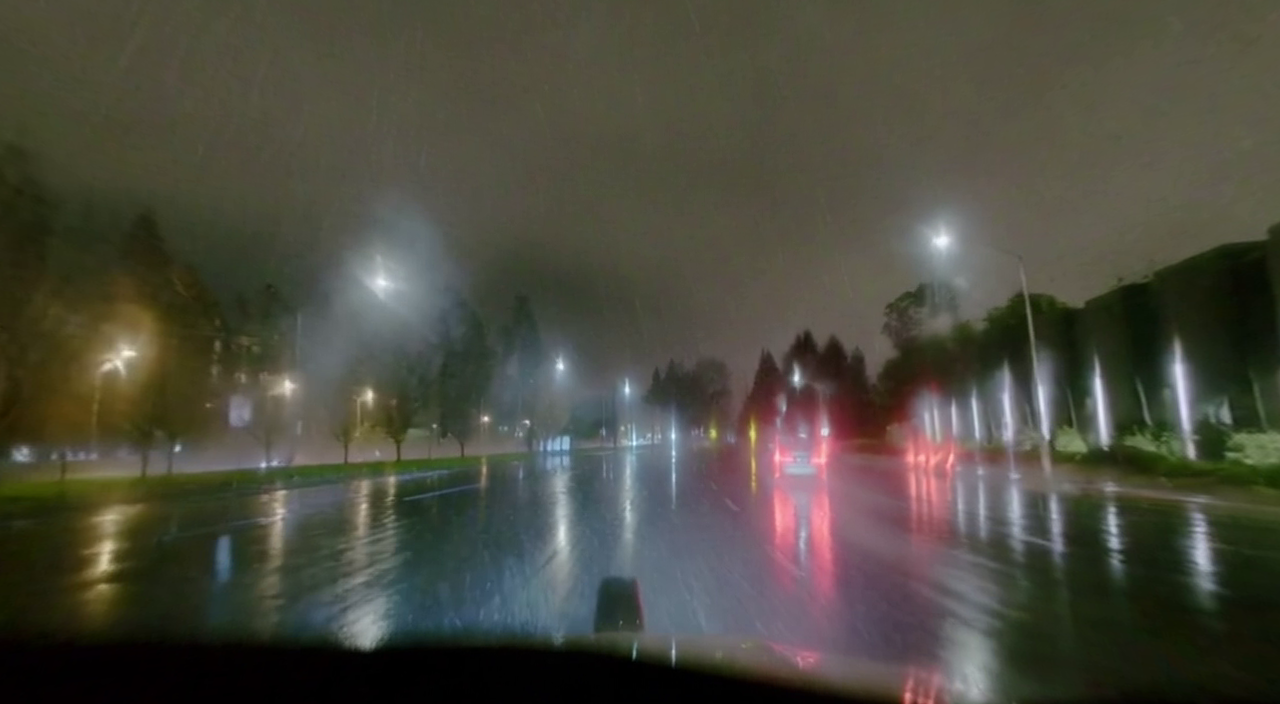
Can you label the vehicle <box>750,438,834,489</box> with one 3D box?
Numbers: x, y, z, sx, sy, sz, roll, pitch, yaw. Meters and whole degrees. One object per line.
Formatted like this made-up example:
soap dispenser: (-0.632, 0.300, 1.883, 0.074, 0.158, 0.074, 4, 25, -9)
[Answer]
vehicle: (4.898, 3.641, 20.990, 1.928, 1.481, 4.453, -1, -8, 4)
